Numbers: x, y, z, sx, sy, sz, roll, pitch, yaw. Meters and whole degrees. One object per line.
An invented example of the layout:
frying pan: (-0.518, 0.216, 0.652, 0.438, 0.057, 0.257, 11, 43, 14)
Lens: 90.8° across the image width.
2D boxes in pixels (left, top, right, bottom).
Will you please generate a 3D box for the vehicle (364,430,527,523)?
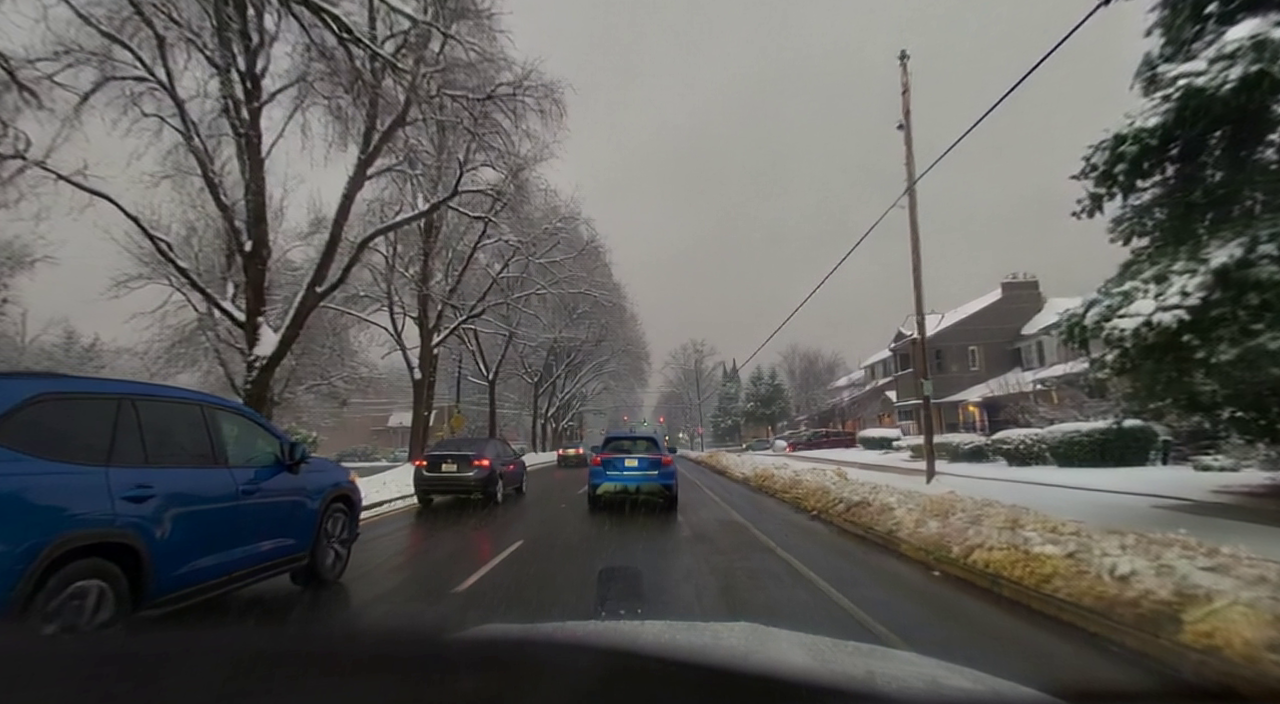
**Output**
vehicle: (-3.696, 2.429, 12.851, 2.066, 1.565, 3.905, 0, -8, 0)

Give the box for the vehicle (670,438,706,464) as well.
vehicle: (3.299, 6.881, 44.139, 2.161, 1.686, 4.196, 0, -8, -1)

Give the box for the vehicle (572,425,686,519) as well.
vehicle: (-0.213, 2.387, 13.070, 1.997, 1.636, 3.760, 0, -8, -1)

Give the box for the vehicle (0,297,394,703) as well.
vehicle: (-3.636, 1.013, 4.206, 2.161, 1.919, 4.798, 0, -8, -2)
